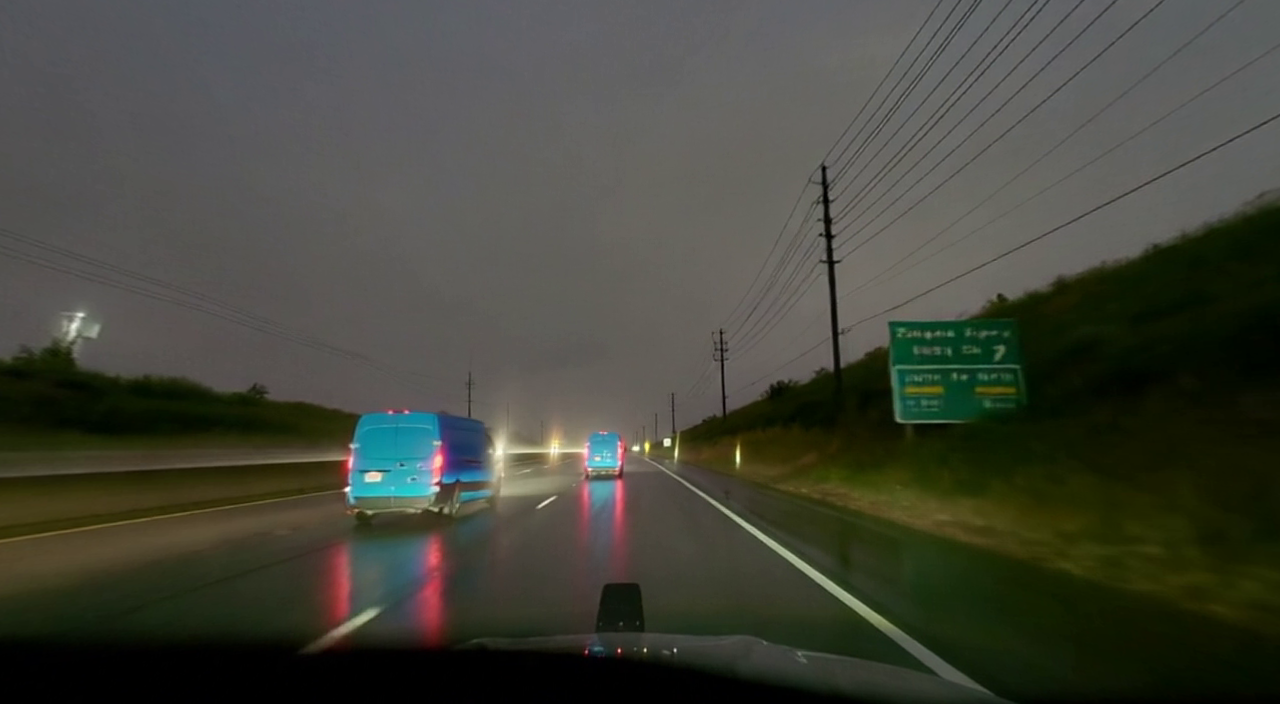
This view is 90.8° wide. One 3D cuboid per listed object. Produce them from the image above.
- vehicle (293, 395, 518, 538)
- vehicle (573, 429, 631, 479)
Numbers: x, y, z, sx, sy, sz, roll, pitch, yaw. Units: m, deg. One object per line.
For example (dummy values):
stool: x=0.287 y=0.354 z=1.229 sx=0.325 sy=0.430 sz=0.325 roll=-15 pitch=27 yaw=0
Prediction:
vehicle: x=-3.809 y=2.006 z=11.509 sx=2.145 sy=2.010 sz=4.980 roll=0 pitch=-9 yaw=0
vehicle: x=-1.579 y=4.557 z=28.315 sx=2.197 sy=2.011 sz=5.130 roll=0 pitch=-9 yaw=1
